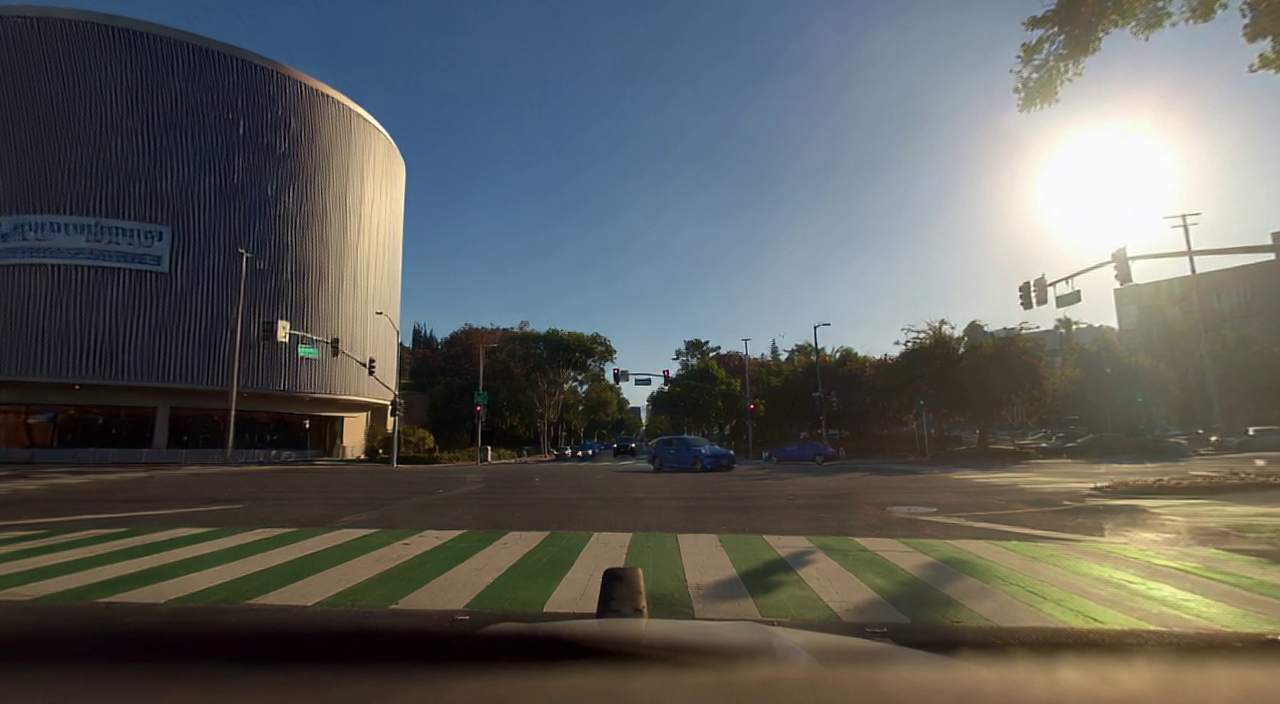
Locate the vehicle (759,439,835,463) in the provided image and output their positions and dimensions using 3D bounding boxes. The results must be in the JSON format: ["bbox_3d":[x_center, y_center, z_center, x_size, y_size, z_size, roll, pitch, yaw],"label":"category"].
[{"bbox_3d":[9.869,6.294,39.976,4.529,1.457,1.981,-2,-9,11],"label":"vehicle"}]

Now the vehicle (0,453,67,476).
[{"bbox_3d":[-41.619,7.634,42.789,3.698,1.467,1.779,0,-8,1],"label":"vehicle"}]

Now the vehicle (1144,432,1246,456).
[{"bbox_3d":[36.196,6.016,41.169,4.767,1.456,1.858,-1,-8,3],"label":"vehicle"}]

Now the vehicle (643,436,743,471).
[{"bbox_3d":[2.350,4.721,29.517,2.280,1.454,4.836,5,-10,-31],"label":"vehicle"}]

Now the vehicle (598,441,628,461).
[{"bbox_3d":[-2.079,7.747,49.260,2.057,1.467,4.354,0,-8,2],"label":"vehicle"}]

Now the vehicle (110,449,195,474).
[{"bbox_3d":[-33.033,7.402,42.769,4.136,1.661,1.857,0,-8,1],"label":"vehicle"}]
